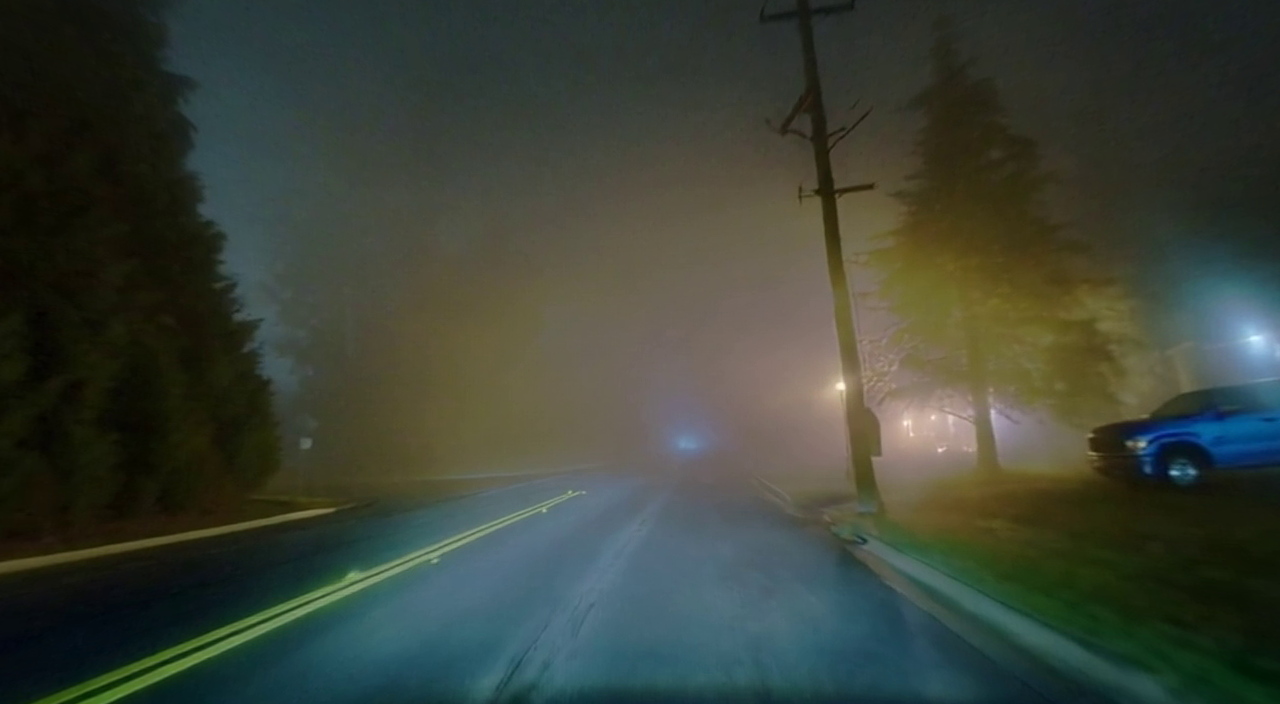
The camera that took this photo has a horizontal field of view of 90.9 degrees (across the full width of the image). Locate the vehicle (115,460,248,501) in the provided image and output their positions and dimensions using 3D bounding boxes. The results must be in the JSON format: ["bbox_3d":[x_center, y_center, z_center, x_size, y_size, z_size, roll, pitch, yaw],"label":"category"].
[{"bbox_3d":[-19.106,5.354,26.373,4.270,1.481,1.972,-4,-9,9],"label":"vehicle"}]

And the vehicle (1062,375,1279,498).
[{"bbox_3d":[11.362,1.343,11.326,5.704,1.788,2.095,-7,-8,8],"label":"vehicle"}]

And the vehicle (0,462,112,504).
[{"bbox_3d":[-25.897,5.655,27.154,4.751,1.489,2.052,-4,-8,7],"label":"vehicle"}]
